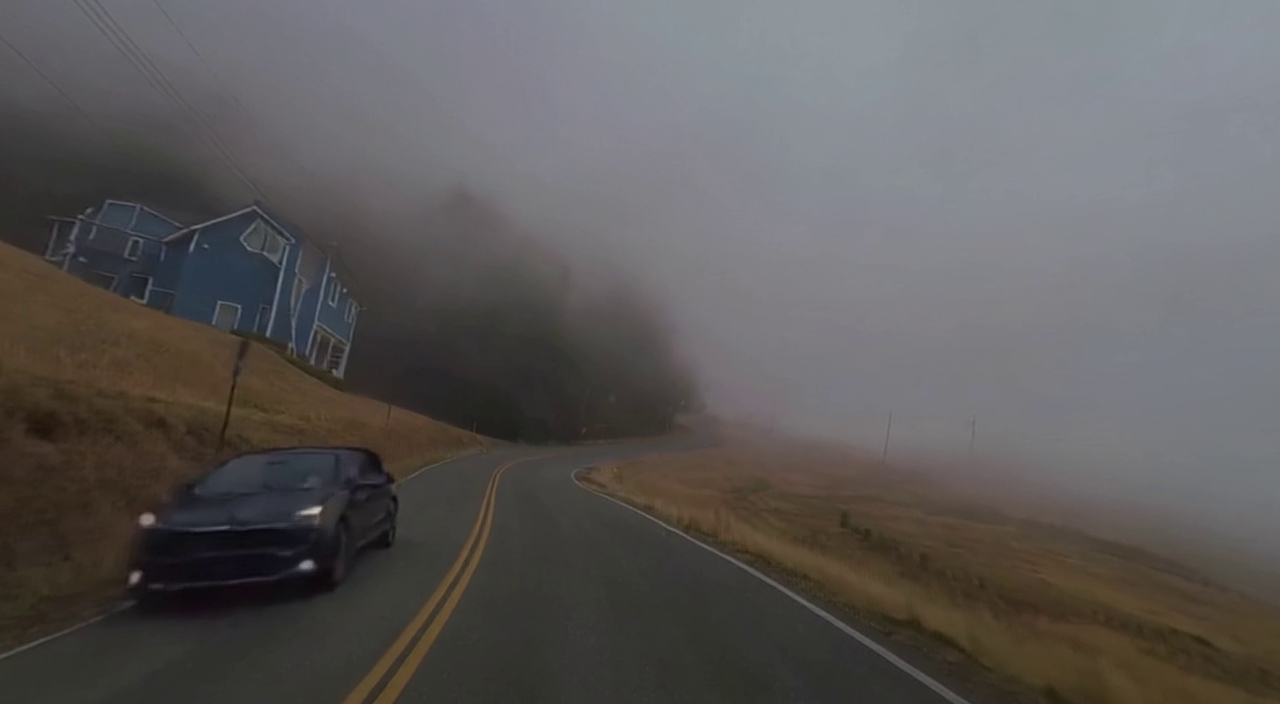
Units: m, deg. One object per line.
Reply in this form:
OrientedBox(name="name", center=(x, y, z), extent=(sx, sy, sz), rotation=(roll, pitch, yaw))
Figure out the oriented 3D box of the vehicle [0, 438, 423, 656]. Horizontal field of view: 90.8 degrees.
OrientedBox(name="vehicle", center=(-3.790, 1.662, 6.534), extent=(2.063, 1.485, 3.997), rotation=(1, -8, -6))
